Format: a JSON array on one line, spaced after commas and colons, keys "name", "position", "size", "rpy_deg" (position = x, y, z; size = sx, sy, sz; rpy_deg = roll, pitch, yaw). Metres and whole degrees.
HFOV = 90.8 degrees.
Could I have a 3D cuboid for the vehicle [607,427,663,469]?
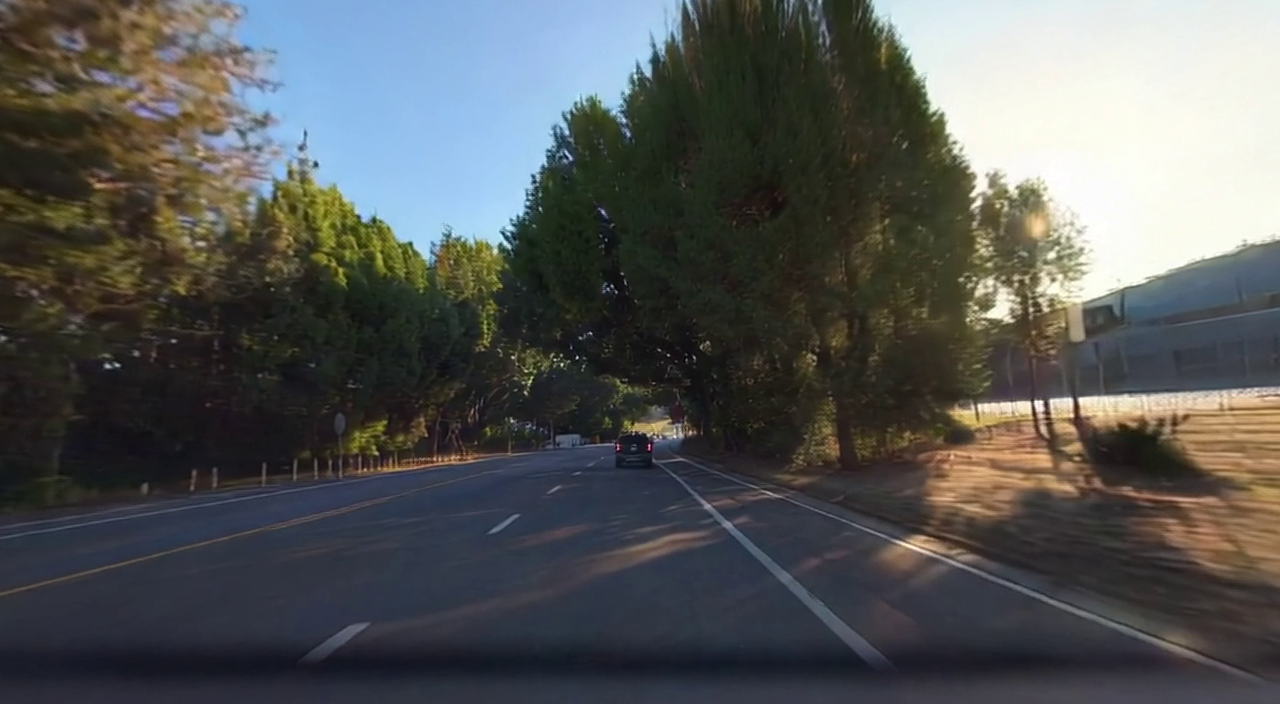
[{"name": "vehicle", "position": [-0.249, 4.242, 27.909], "size": [2.294, 1.708, 4.110], "rpy_deg": [0, -8, -1]}]
